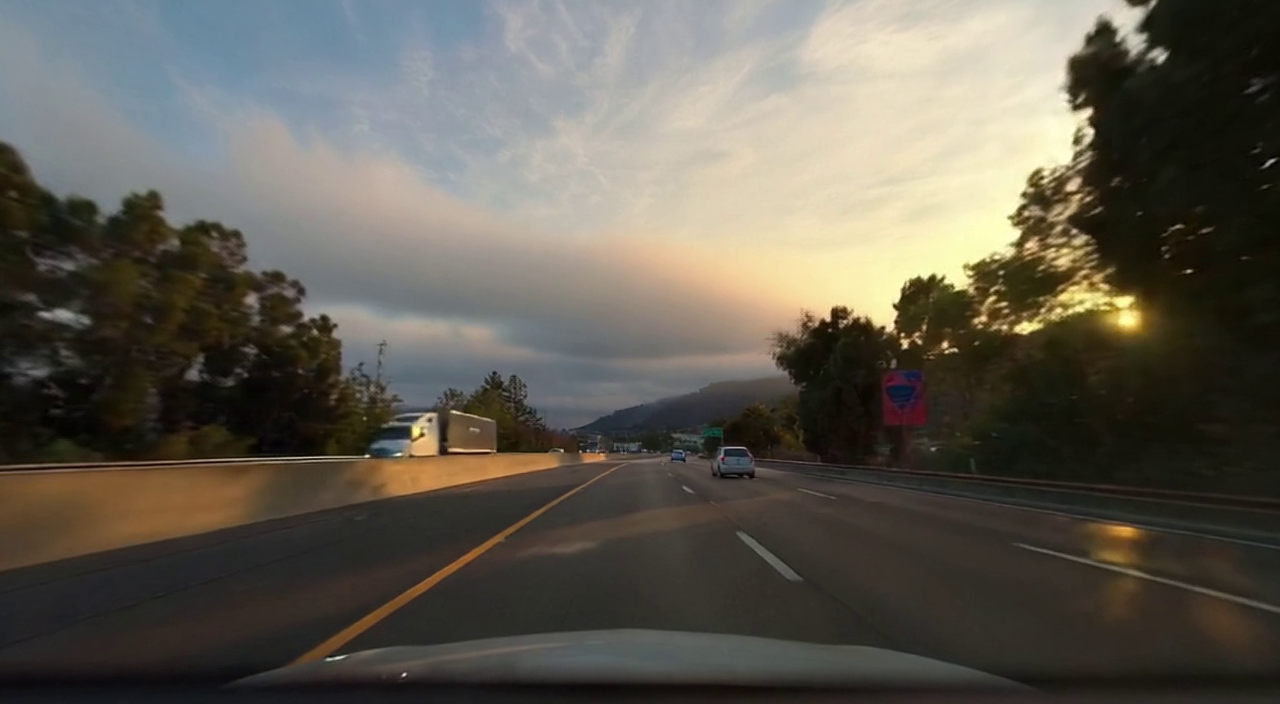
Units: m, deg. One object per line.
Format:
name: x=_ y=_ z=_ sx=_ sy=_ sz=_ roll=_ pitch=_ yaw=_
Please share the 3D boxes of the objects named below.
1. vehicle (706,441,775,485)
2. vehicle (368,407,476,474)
vehicle: x=4.111 y=4.658 z=26.530 sx=2.089 sy=1.660 sz=4.729 roll=0 pitch=-9 yaw=-1
vehicle: x=-13.250 y=5.615 z=39.331 sx=3.064 sy=3.642 sz=9.893 roll=0 pitch=-9 yaw=1
